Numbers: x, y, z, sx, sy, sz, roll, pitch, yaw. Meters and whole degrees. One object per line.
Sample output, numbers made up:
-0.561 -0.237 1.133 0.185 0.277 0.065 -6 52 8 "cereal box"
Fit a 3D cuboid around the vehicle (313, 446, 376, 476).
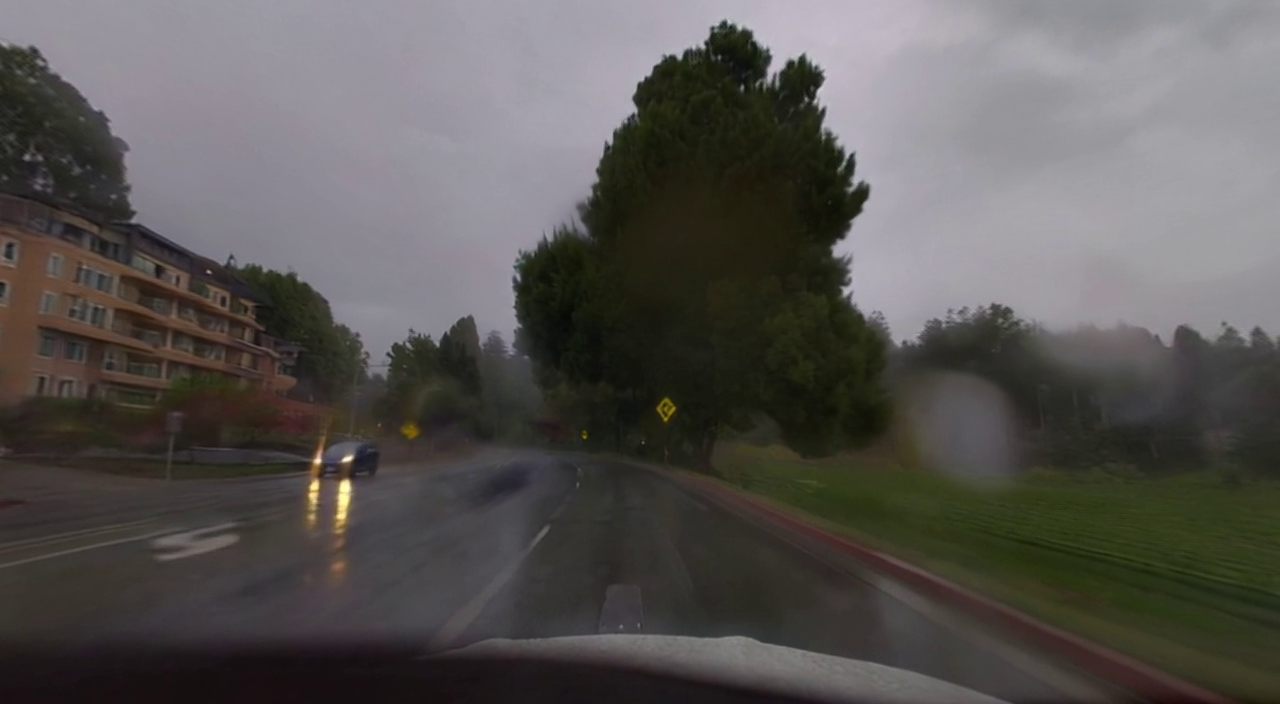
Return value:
-17.209 6.331 36.979 1.993 1.634 4.268 1 -9 -6 "vehicle"
